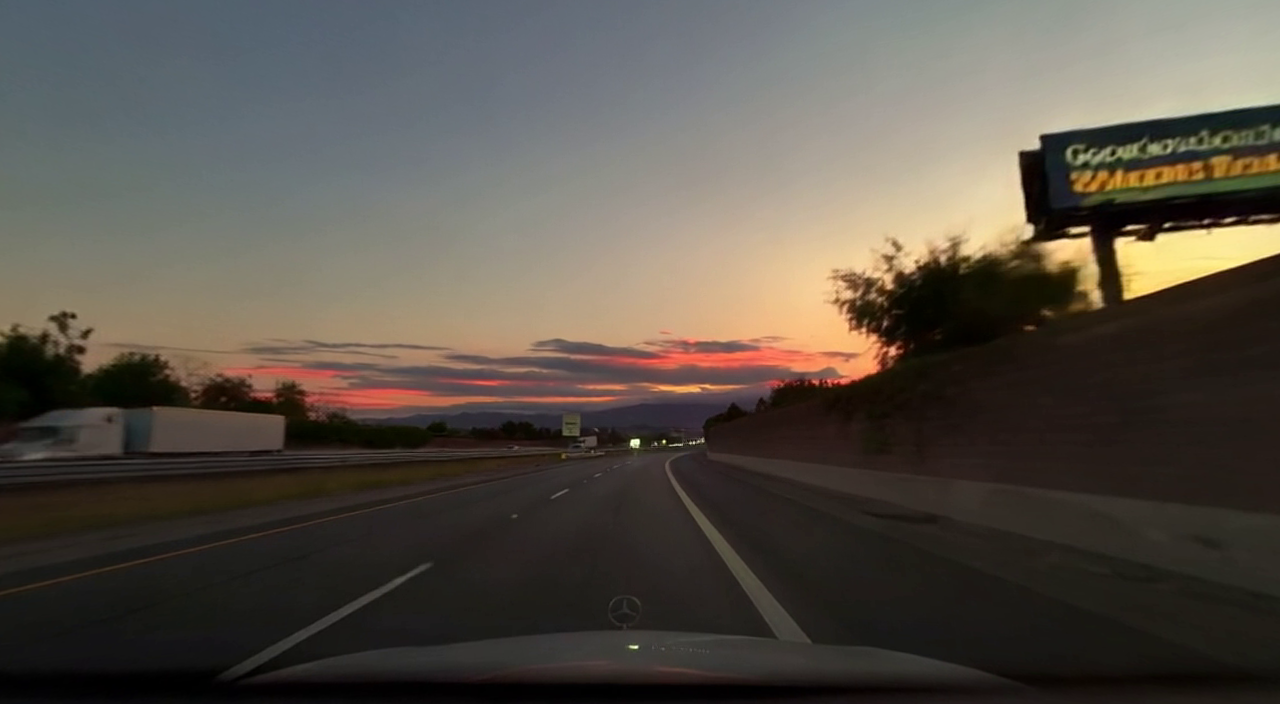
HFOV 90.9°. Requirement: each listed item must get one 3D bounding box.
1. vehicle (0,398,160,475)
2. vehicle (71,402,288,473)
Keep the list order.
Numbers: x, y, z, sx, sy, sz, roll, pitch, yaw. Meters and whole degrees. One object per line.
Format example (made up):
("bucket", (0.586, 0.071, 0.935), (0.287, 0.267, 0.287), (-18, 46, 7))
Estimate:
("vehicle", (-32.388, 4.943, 36.635), (3.016, 4.003, 7.217), (-1, -8, 2))
("vehicle", (-32.176, 6.334, 46.040), (2.927, 4.224, 16.633), (-1, -8, 2))
